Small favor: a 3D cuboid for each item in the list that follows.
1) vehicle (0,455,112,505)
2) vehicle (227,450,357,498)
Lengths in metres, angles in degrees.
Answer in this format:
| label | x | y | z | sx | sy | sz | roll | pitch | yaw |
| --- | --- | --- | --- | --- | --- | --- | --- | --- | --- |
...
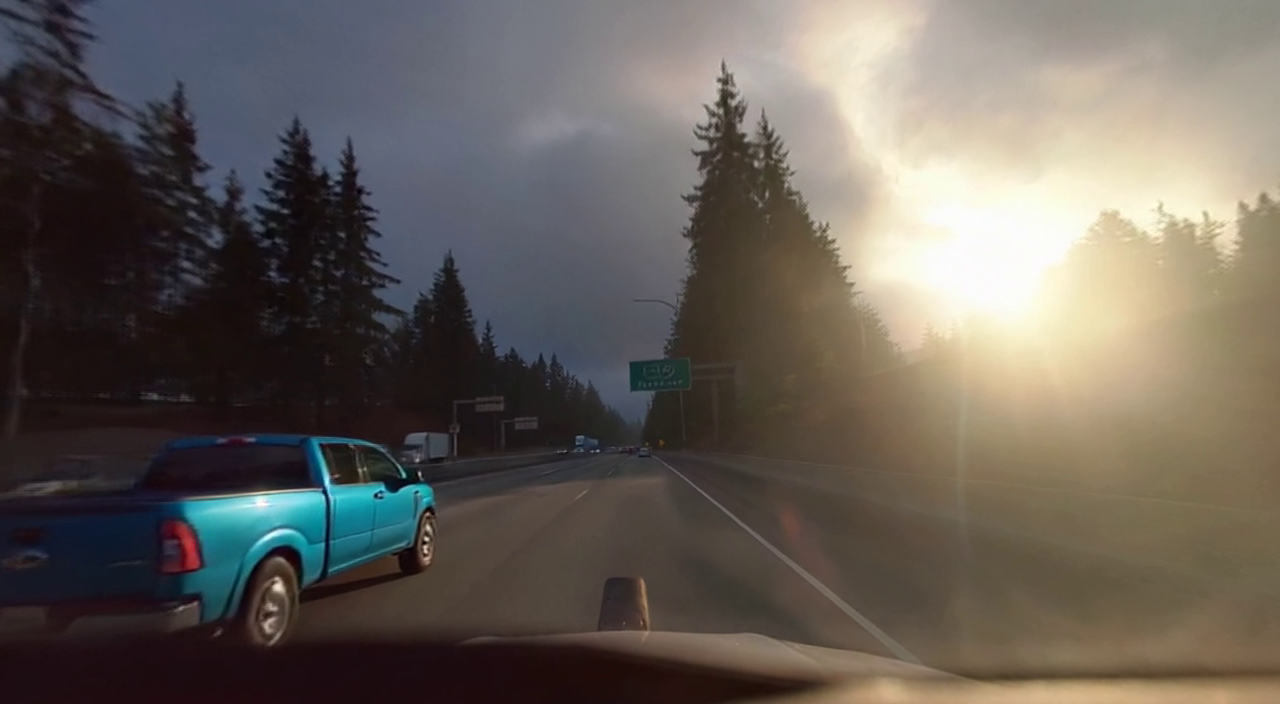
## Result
| label | x | y | z | sx | sy | sz | roll | pitch | yaw |
| --- | --- | --- | --- | --- | --- | --- | --- | --- | --- |
| vehicle | -23.292 | 4.840 | 23.931 | 2.056 | 1.728 | 5.167 | -3 | -9 | 0 |
| vehicle | -14.779 | 5.177 | 27.321 | 2.297 | 1.762 | 5.728 | 0 | -8 | 1 |
